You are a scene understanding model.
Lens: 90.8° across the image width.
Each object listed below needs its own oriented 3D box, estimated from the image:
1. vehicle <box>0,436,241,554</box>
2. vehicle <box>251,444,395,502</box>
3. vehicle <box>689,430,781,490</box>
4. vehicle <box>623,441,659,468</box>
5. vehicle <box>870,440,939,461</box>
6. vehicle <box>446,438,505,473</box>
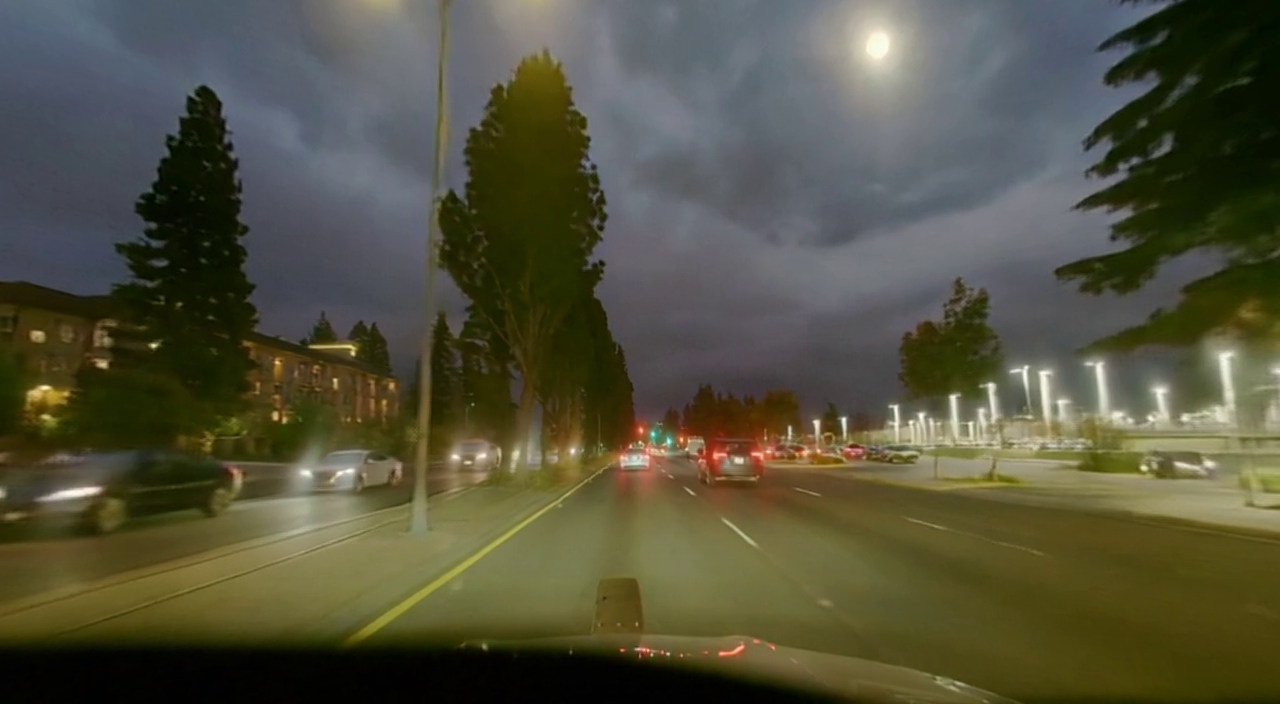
[{"bbox_3d":[-8.866,2.176,10.318,1.864,1.500,4.294,0,-9,0],"label":"vehicle"},{"bbox_3d":[-9.051,3.465,18.539,1.938,1.464,4.340,0,-9,0],"label":"vehicle"},{"bbox_3d":[3.068,3.665,21.668,2.235,1.806,4.818,0,-9,-2],"label":"vehicle"},{"bbox_3d":[0.022,6.539,40.433,2.145,1.572,4.021,0,-9,-1],"label":"vehicle"},{"bbox_3d":[20.574,7.684,49.216,4.475,1.592,1.841,0,-9,-1],"label":"vehicle"},{"bbox_3d":[-9.475,6.000,36.842,2.165,1.863,4.880,0,-9,0],"label":"vehicle"}]
